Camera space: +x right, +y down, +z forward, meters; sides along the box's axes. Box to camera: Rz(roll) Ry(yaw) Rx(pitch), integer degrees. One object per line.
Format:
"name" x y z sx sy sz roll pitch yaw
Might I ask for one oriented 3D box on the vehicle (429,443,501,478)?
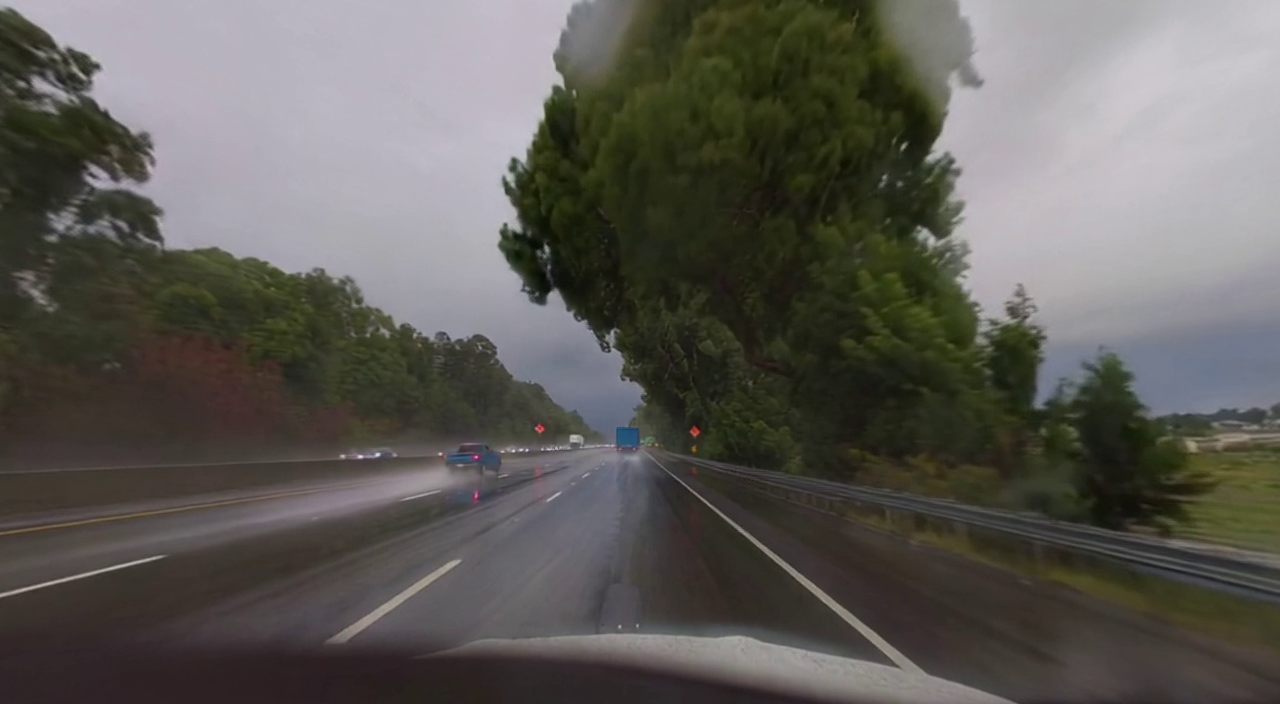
"vehicle" -8.175 5.100 29.975 2.155 1.504 4.490 0 -8 0
